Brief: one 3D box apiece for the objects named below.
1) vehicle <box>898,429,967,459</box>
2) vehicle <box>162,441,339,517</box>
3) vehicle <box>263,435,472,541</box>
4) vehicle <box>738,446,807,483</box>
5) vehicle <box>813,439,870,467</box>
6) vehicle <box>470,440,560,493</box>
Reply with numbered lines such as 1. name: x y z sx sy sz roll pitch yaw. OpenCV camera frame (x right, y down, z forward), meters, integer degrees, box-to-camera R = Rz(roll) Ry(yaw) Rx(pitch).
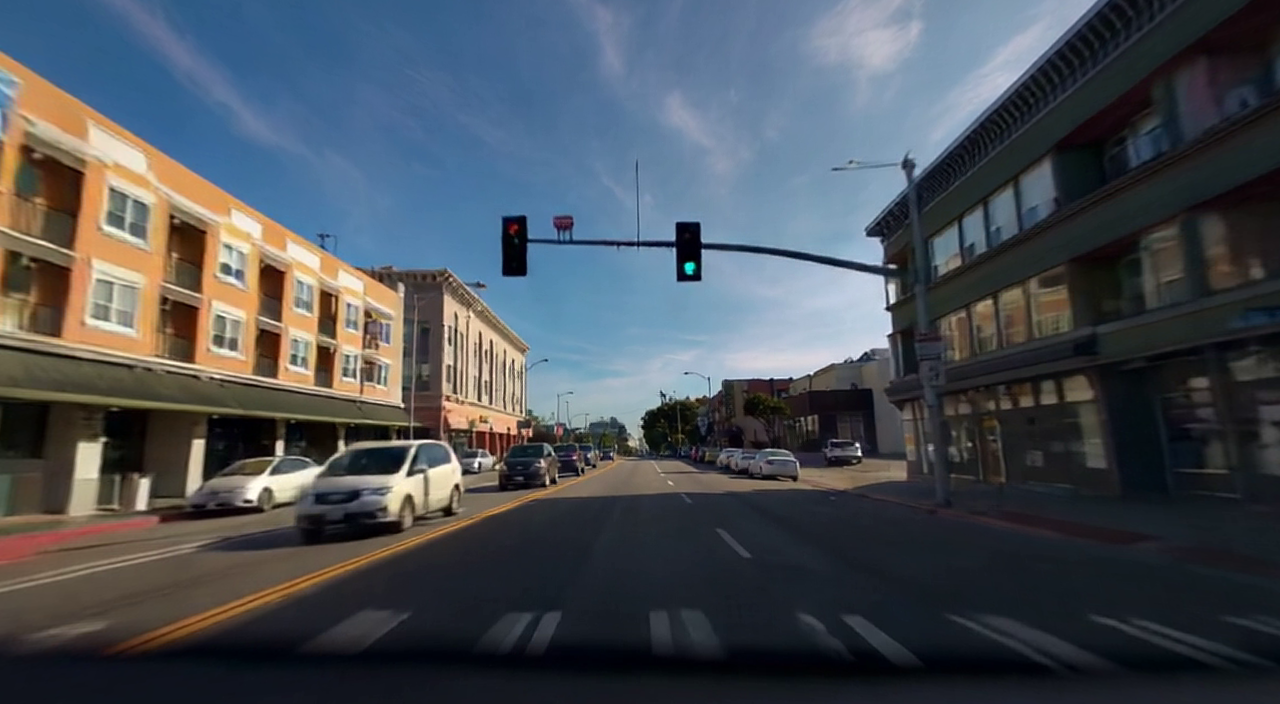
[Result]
1. vehicle: 17.374 5.509 37.814 1.908 1.680 4.434 0 -8 -1
2. vehicle: -10.351 3.387 17.329 1.917 1.735 4.535 -2 -9 1
3. vehicle: -4.871 2.455 12.122 1.950 1.636 4.253 -1 -8 3
4. vehicle: 6.073 5.195 29.492 2.054 1.525 4.258 0 -8 -4
5. vehicle: 11.830 5.956 37.460 1.866 1.506 4.934 -1 -8 2
6. vehicle: -4.283 3.996 22.463 2.145 1.653 4.421 -1 -8 2
